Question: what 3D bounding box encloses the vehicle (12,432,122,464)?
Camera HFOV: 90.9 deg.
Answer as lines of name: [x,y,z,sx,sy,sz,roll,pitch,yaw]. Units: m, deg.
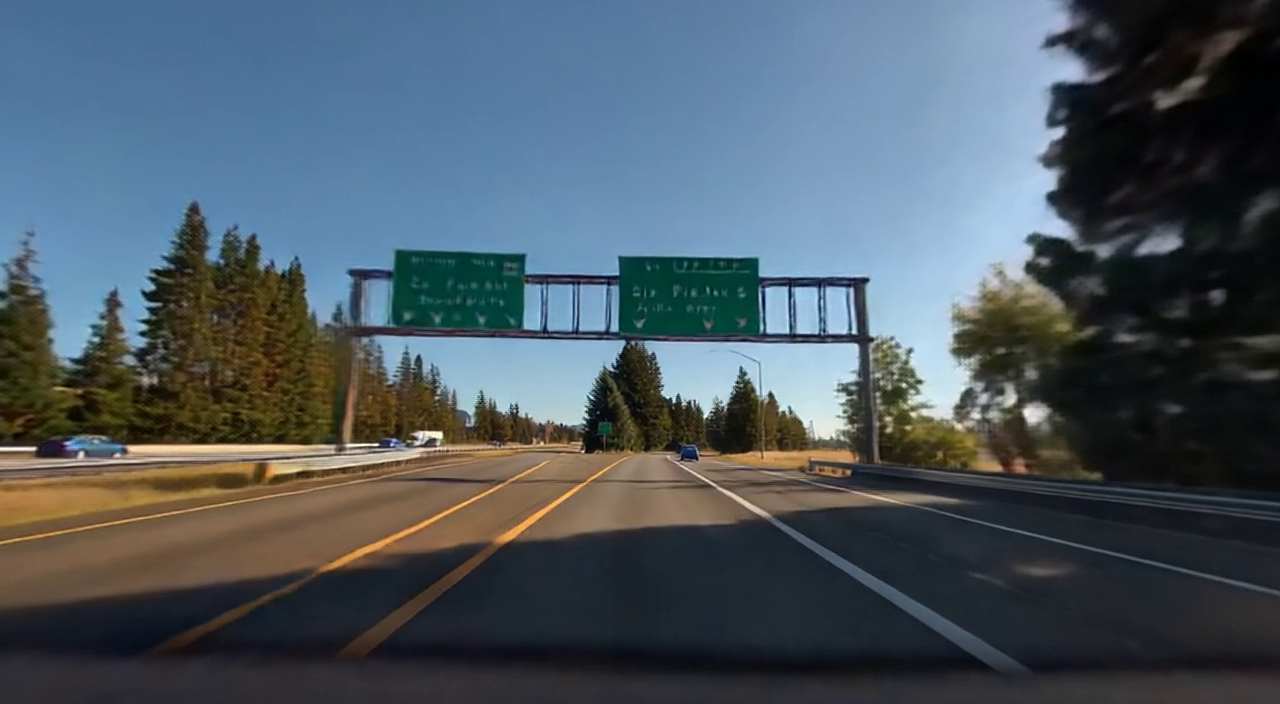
vehicle: [-34.592,5.806,38.304,2.168,1.824,4.932,1,-8,-3]
